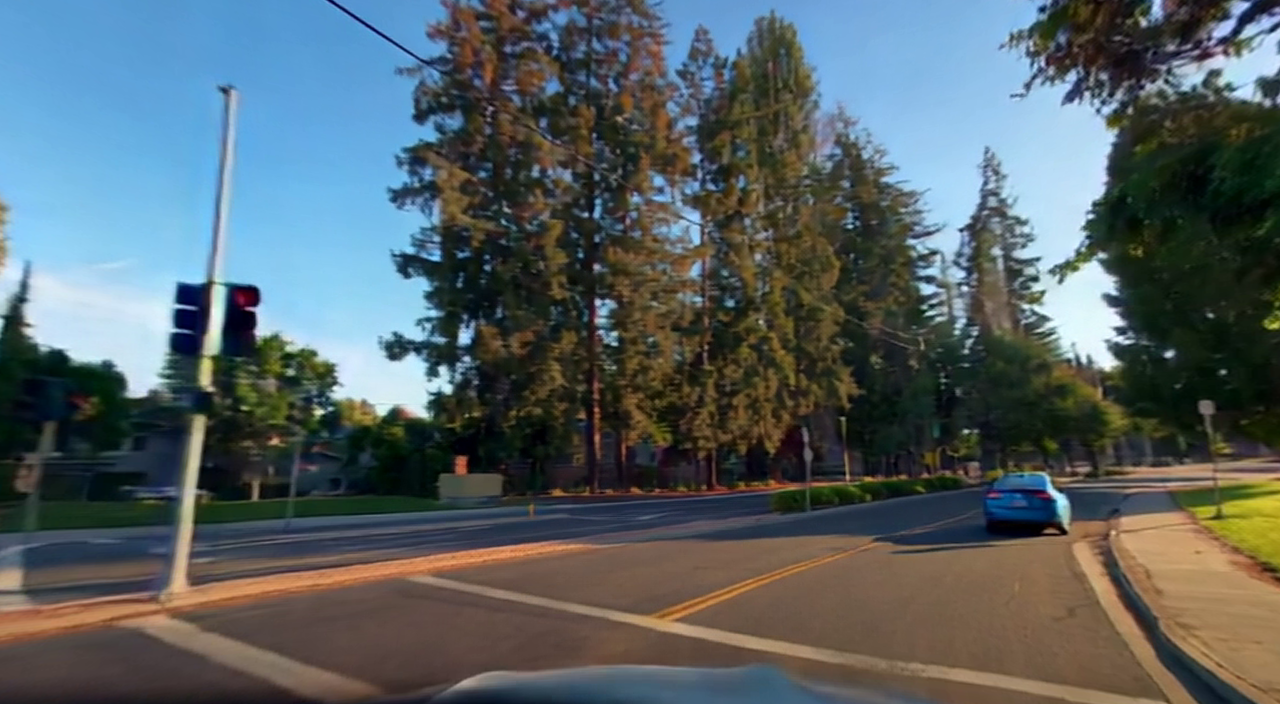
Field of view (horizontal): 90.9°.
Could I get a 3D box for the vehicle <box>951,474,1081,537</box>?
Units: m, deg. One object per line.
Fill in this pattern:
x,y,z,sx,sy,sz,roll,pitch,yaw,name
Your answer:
9.495,3.682,15.669,1.972,1.250,5.282,-8,-13,38,vehicle
